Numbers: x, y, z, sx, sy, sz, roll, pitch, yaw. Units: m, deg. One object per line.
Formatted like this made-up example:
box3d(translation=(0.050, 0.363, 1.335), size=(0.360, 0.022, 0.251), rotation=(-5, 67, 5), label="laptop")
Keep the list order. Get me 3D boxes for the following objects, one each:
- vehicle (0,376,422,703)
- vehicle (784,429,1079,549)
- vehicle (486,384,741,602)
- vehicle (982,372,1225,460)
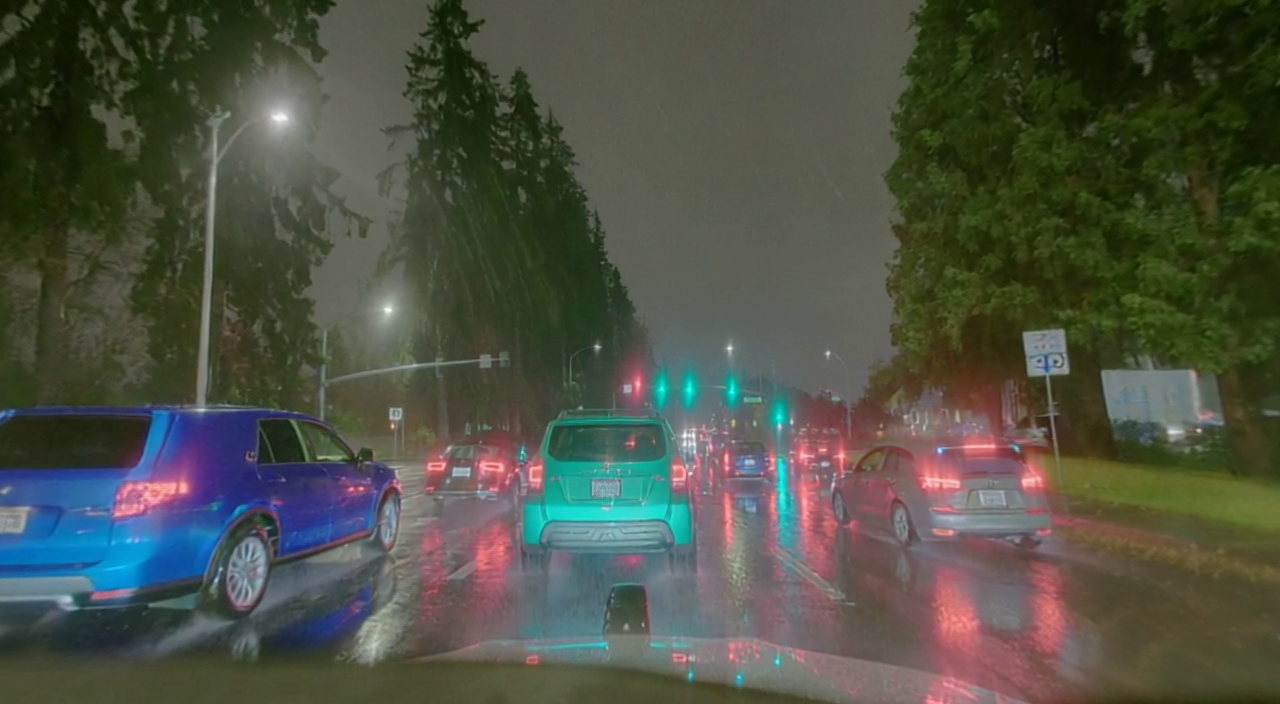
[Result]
box3d(translation=(-3.709, 1.293, 5.459), size=(2.039, 1.709, 4.265), rotation=(0, -8, 1), label="vehicle")
box3d(translation=(4.311, 2.085, 10.424), size=(2.036, 1.480, 4.659), rotation=(1, -9, -10), label="vehicle")
box3d(translation=(-0.219, 1.511, 7.613), size=(2.132, 1.816, 4.471), rotation=(0, -8, 0), label="vehicle")
box3d(translation=(17.886, 2.540, 24.688), size=(7.314, 3.230, 2.680), rotation=(0, -8, -2), label="vehicle")
